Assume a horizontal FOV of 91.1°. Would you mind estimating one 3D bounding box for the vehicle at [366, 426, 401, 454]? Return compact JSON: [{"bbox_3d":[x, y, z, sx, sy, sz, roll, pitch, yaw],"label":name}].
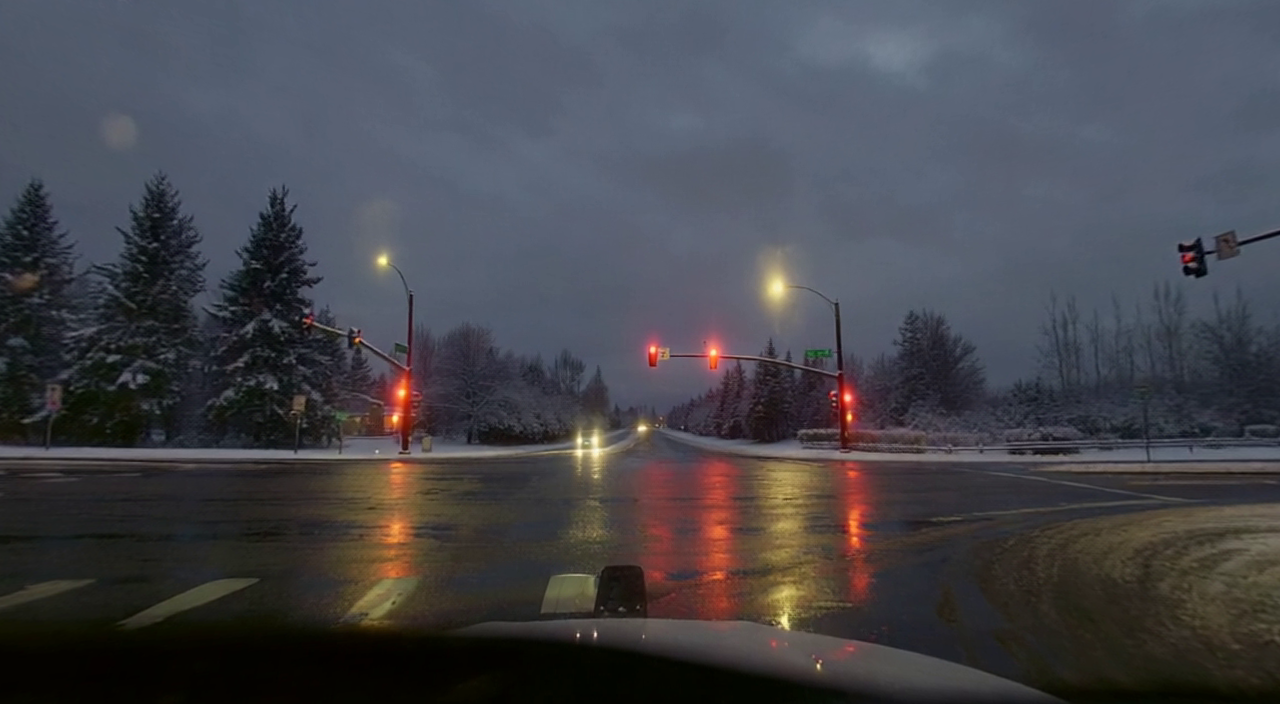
[{"bbox_3d":[-20.006,6.866,48.899,1.873,2.079,2.879,5,-10,-33],"label":"vehicle"}]
